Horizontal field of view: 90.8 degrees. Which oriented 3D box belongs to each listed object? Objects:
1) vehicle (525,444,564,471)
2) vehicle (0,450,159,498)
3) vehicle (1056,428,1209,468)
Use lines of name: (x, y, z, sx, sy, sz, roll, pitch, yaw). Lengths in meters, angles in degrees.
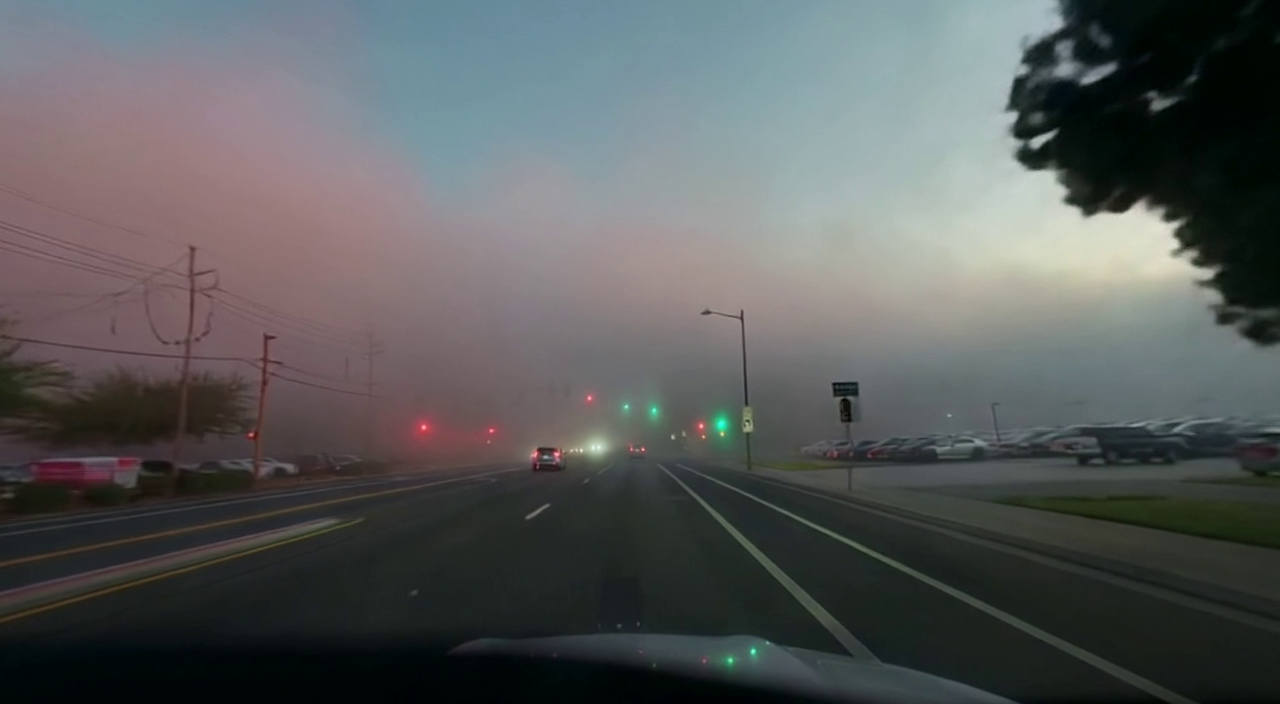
vehicle: (-5.367, 5.982, 36.008, 1.928, 1.451, 4.219, 1, -9, -5)
vehicle: (-25.118, 5.338, 27.862, 5.763, 1.982, 2.425, 0, -8, 1)
vehicle: (19.156, 3.733, 24.717, 4.481, 1.482, 1.814, 0, -9, -2)
